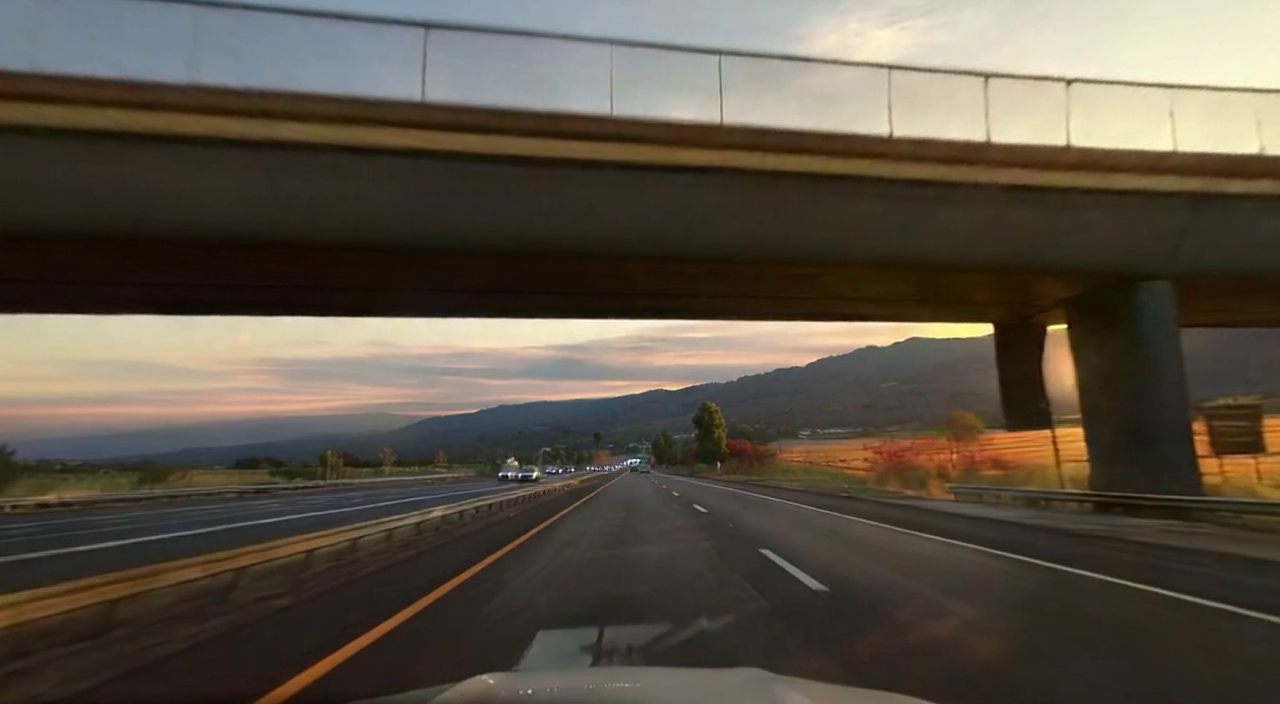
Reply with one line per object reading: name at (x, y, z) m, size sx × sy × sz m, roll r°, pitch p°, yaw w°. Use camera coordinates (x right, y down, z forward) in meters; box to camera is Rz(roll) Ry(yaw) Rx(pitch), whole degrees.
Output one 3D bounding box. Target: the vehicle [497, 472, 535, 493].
vehicle at (-8.697, 9.165, 44.427) m, size 1.755 × 1.379 × 3.676 m, roll 0°, pitch -10°, yaw 2°
